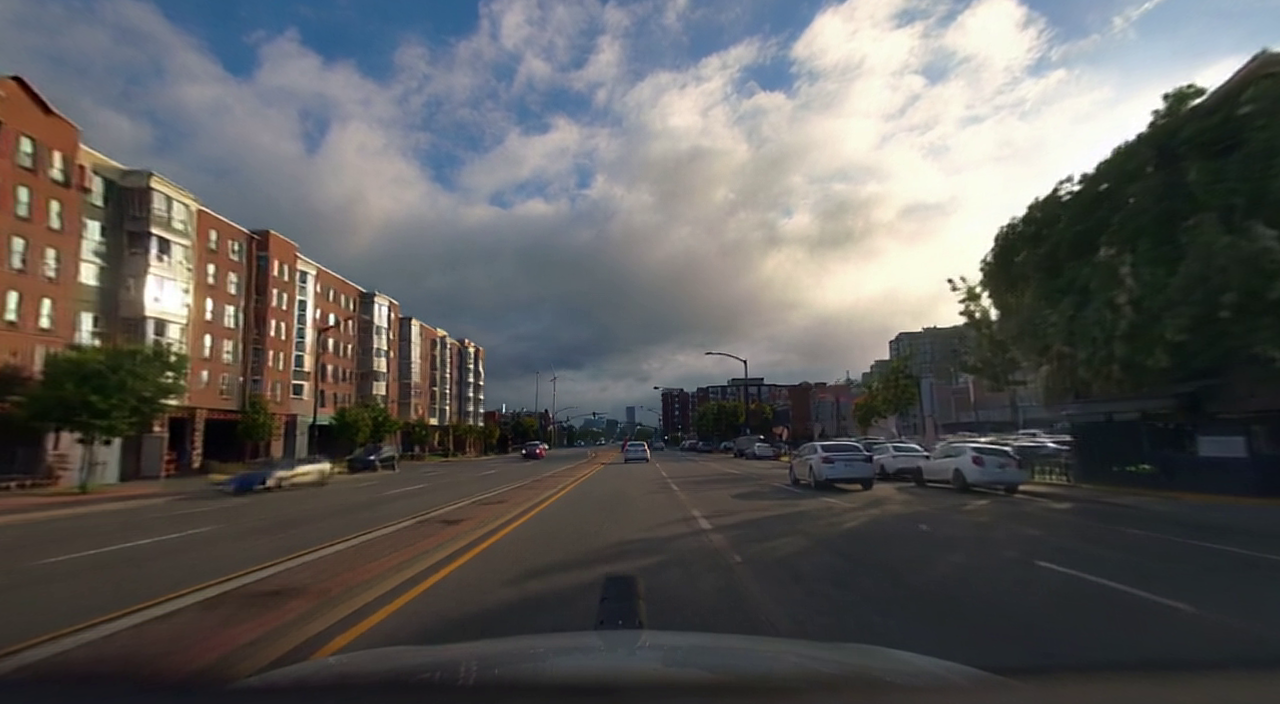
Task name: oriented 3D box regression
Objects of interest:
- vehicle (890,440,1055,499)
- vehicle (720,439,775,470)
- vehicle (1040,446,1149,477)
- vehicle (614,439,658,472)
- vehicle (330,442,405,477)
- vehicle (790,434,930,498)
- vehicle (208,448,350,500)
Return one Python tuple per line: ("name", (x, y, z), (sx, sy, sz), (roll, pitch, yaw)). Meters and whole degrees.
("vehicle", (9.804, 3.476, 19.157), (2.181, 1.546, 4.845), (0, -9, -3))
("vehicle", (5.748, 5.559, 34.165), (2.154, 1.554, 4.149), (0, -8, -2))
("vehicle", (22.685, 5.472, 31.553), (1.955, 1.427, 3.836), (4, -10, -27))
("vehicle", (-0.209, 5.176, 31.745), (2.106, 1.553, 3.964), (0, -8, -1))
("vehicle", (-15.261, 6.032, 35.631), (2.096, 1.796, 4.825), (0, -8, 0))
("vehicle", (6.002, 3.184, 17.979), (2.121, 1.557, 4.898), (0, -8, -1))
("vehicle", (-11.487, 3.860, 20.482), (1.897, 1.466, 4.566), (0, -8, 0))
